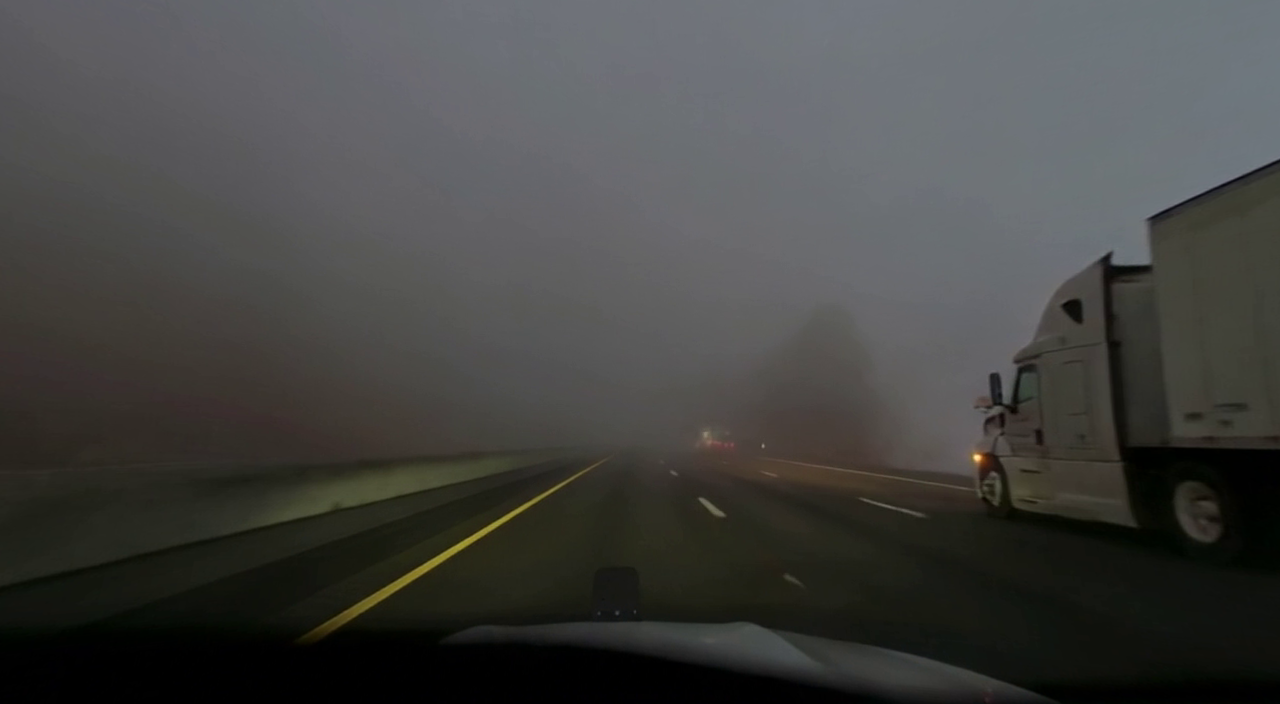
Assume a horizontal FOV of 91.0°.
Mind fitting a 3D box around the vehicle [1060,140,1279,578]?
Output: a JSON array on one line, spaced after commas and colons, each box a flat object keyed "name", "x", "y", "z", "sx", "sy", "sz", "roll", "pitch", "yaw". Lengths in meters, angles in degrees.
[{"name": "vehicle", "x": 7.504, "y": -0.538, "z": 1.757, "sx": 2.885, "sy": 4.075, "sz": 13.981, "roll": 0, "pitch": -8, "yaw": -1}]
